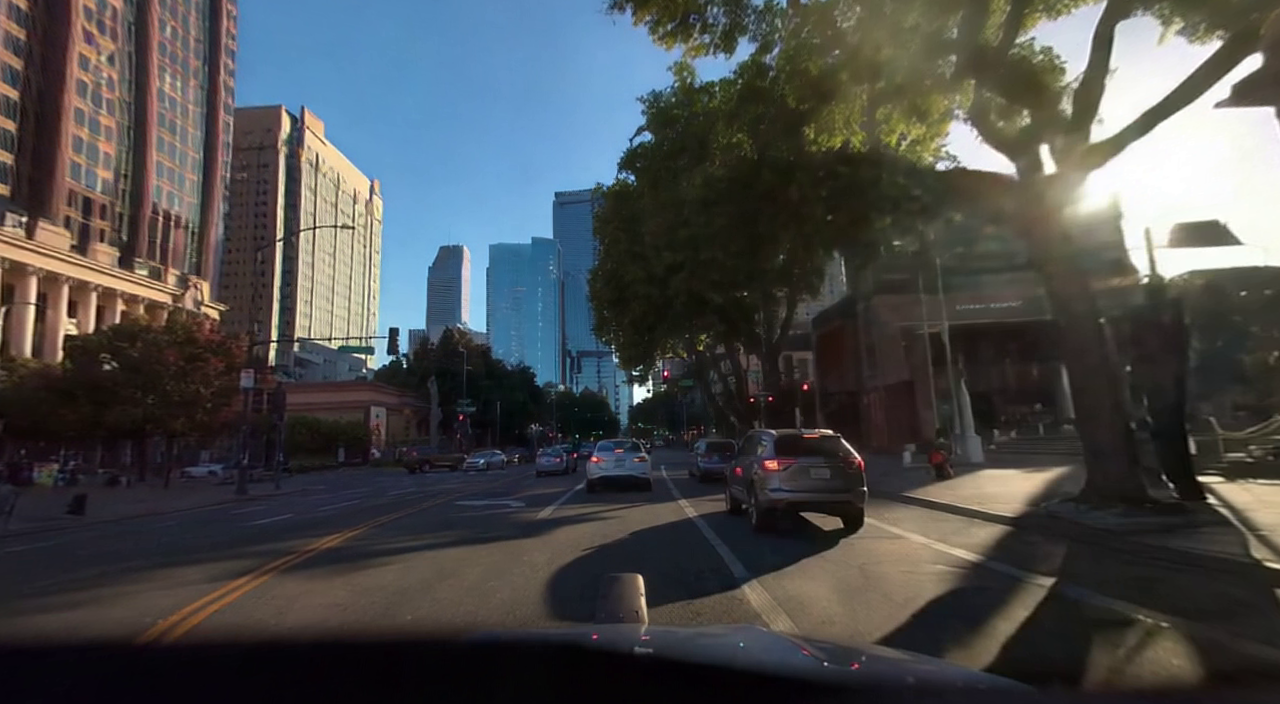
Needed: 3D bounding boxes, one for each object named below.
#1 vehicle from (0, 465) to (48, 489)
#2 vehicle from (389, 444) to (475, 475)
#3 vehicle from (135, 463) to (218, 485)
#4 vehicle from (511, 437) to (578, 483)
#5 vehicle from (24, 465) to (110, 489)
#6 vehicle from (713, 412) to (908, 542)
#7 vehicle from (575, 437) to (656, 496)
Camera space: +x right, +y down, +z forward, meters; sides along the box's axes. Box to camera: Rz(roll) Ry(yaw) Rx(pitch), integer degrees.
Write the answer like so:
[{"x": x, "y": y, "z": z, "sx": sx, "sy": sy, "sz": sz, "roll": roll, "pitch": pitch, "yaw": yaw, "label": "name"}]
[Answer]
[{"x": -44.786, "y": 8.876, "z": 44.884, "sx": 3.671, "sy": 1.498, "sz": 1.670, "roll": 1, "pitch": -9, "yaw": 2, "label": "vehicle"}, {"x": -12.703, "y": 6.603, "z": 38.995, "sx": 4.855, "sy": 1.769, "sz": 2.071, "roll": 2, "pitch": -9, "yaw": -14, "label": "vehicle"}, {"x": -32.514, "y": 8.538, "z": 44.401, "sx": 4.392, "sy": 1.427, "sz": 1.764, "roll": 0, "pitch": -9, "yaw": 0, "label": "vehicle"}, {"x": -3.617, "y": 4.194, "z": 24.841, "sx": 2.045, "sy": 1.633, "sz": 4.864, "roll": 0, "pitch": -9, "yaw": -2, "label": "vehicle"}, {"x": -40.254, "y": 8.773, "z": 44.437, "sx": 4.224, "sy": 1.622, "sz": 1.808, "roll": 0, "pitch": -9, "yaw": -1, "label": "vehicle"}, {"x": 2.618, "y": 2.063, "z": 11.016, "sx": 2.096, "sy": 1.775, "sz": 4.440, "roll": 0, "pitch": -9, "yaw": -1, "label": "vehicle"}, {"x": -0.649, "y": 3.283, "z": 18.452, "sx": 2.096, "sy": 1.492, "sz": 4.071, "roll": 0, "pitch": -9, "yaw": 0, "label": "vehicle"}]
